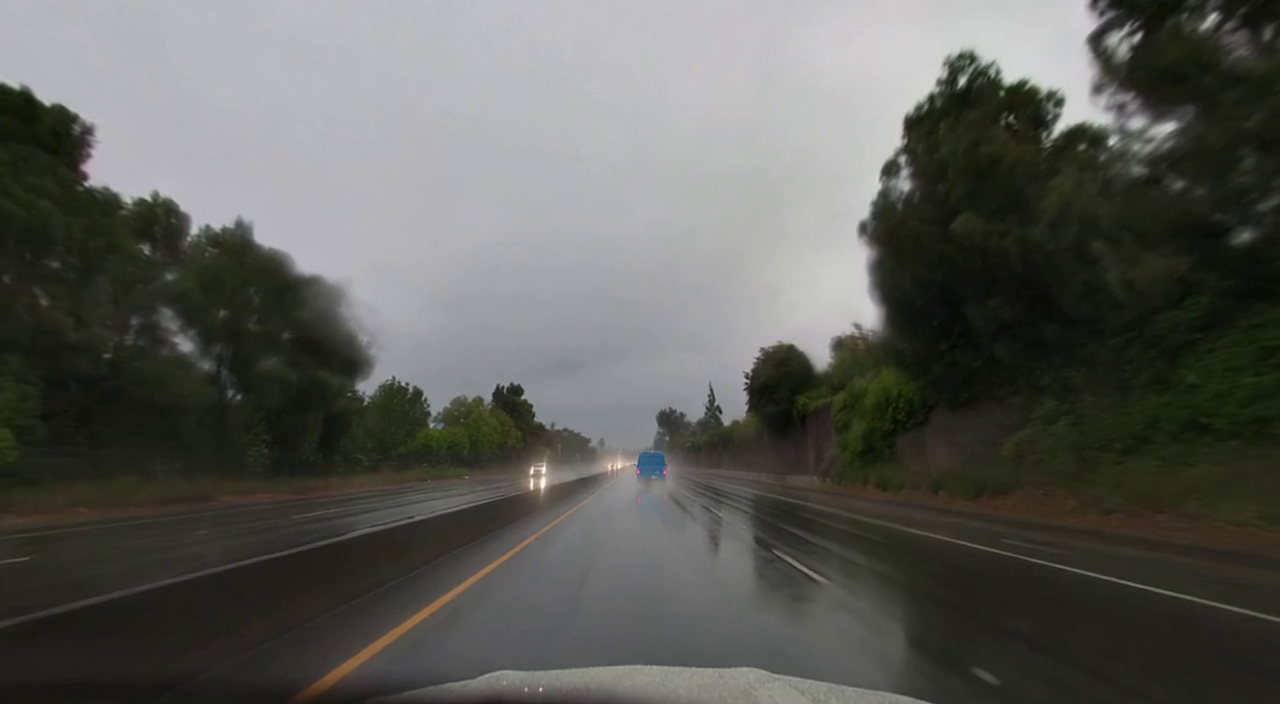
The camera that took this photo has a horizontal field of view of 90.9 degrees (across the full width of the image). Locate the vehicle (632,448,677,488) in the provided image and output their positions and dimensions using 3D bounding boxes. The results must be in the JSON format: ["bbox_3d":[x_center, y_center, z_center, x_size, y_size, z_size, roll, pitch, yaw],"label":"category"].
[{"bbox_3d":[0.784,6.894,37.371,2.429,2.167,4.558,1,-11,-2],"label":"vehicle"}]
